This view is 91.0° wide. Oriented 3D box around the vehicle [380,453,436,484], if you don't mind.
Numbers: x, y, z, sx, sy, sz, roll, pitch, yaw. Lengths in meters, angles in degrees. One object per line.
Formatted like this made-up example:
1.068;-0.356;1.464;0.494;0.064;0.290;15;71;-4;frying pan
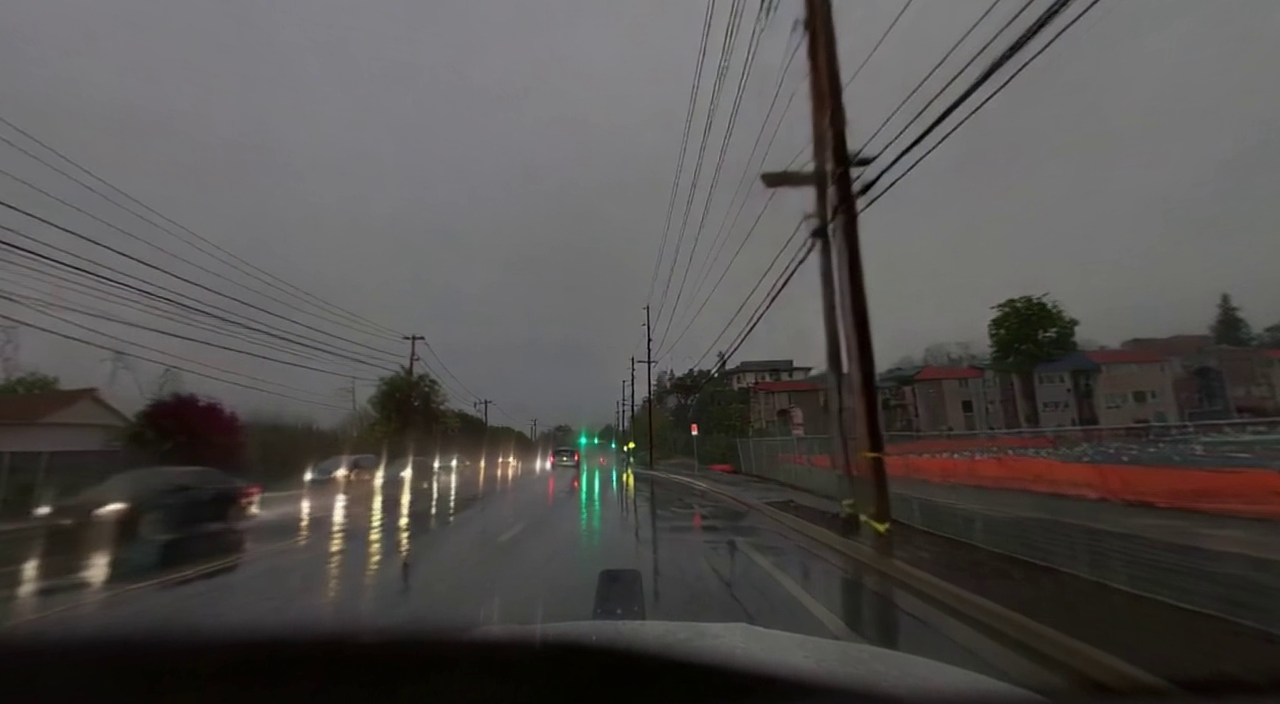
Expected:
-15.591;7.846;42.628;2.165;1.907;5.062;1;-9;-4;vehicle

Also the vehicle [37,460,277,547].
-10.323;3.210;14.035;1.911;1.508;4.448;1;-9;-2;vehicle

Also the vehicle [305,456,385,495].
-15.100;6.308;32.561;2.017;1.778;4.791;1;-9;-3;vehicle

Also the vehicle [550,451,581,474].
-5.193;7.728;44.259;1.992;1.515;4.289;1;-9;-5;vehicle

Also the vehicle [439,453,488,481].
-11.521;7.534;41.436;2.043;1.654;4.642;1;-9;-3;vehicle
